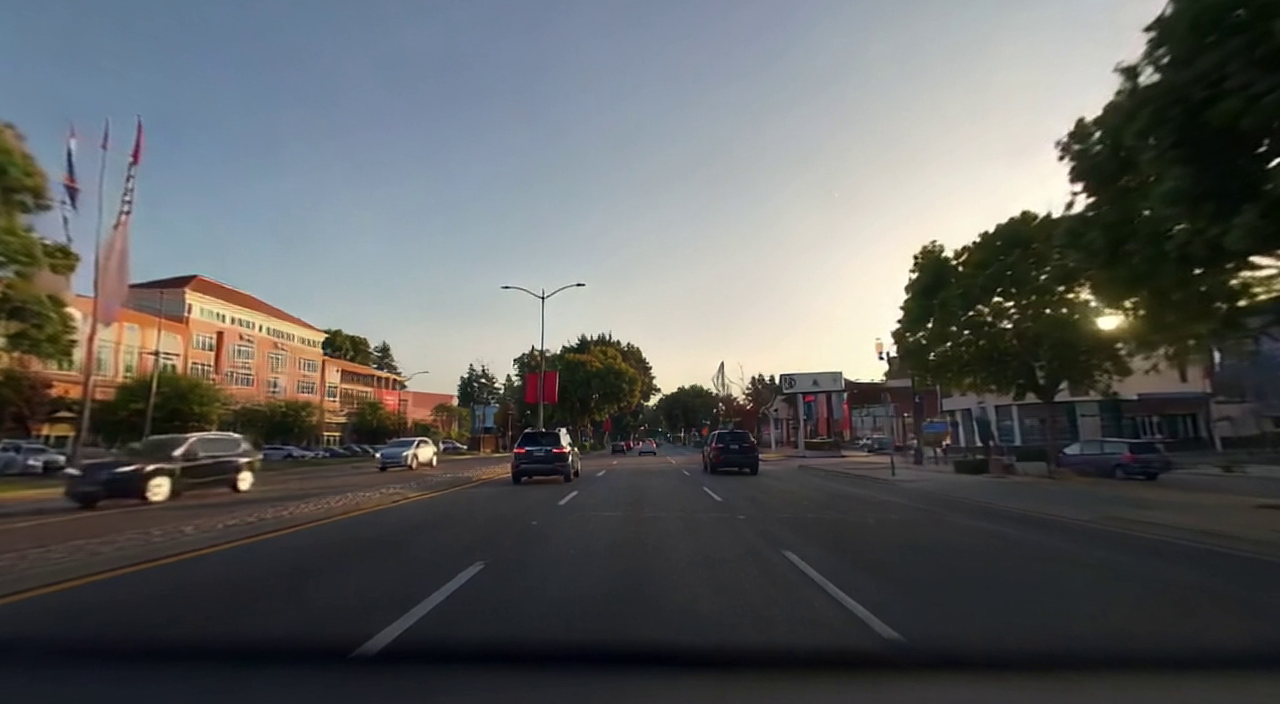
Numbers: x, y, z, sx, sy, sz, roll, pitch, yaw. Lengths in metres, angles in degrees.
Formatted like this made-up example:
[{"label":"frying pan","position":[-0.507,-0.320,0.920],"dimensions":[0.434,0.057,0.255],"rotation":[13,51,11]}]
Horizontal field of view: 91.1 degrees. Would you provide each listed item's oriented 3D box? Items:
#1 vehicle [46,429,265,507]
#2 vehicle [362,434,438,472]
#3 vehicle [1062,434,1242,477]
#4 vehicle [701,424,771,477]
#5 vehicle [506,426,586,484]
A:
[{"label":"vehicle","position":[-12.108,2.906,16.211],"dimensions":[1.998,1.705,4.465],"rotation":[0,-8,1]},{"label":"vehicle","position":[-12.027,5.093,31.855],"dimensions":[2.023,1.729,4.478],"rotation":[0,-8,1]},{"label":"vehicle","position":[18.433,3.740,22.809],"dimensions":[4.642,1.450,2.087],"rotation":[0,-8,2]},{"label":"vehicle","position":[3.733,3.923,25.222],"dimensions":[2.024,1.921,4.431],"rotation":[0,-8,-1]},{"label":"vehicle","position":[-3.115,3.509,21.711],"dimensions":[2.014,1.775,4.404],"rotation":[0,-8,1]}]
